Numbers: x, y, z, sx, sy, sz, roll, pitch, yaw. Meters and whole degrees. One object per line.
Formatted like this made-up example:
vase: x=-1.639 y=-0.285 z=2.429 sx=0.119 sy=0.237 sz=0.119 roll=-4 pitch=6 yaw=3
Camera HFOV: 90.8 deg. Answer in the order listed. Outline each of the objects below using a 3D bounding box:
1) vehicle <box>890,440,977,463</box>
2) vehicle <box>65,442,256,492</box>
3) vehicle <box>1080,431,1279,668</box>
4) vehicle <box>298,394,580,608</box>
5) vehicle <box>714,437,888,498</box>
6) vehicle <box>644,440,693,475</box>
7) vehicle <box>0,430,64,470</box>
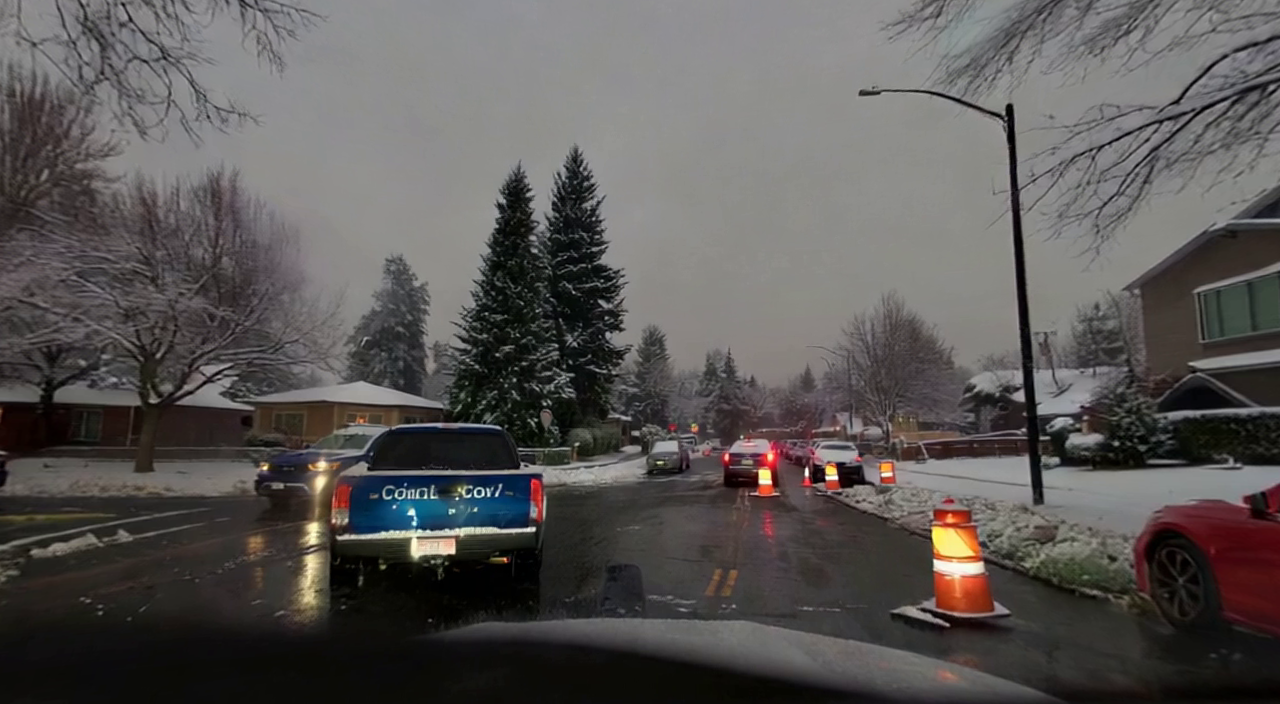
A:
vehicle: x=20.399 y=6.932 z=44.070 sx=5.066 sy=1.534 sz=1.905 roll=-1 pitch=-9 yaw=7
vehicle: x=-15.519 y=3.682 z=20.542 sx=5.022 sy=1.497 sz=1.996 roll=-2 pitch=-9 yaw=11
vehicle: x=4.946 y=1.226 z=3.796 sx=1.808 sy=1.490 sz=4.711 roll=-1 pitch=-9 yaw=9
vehicle: x=-2.399 y=1.566 z=7.579 sx=2.350 sy=1.748 sz=4.094 roll=3 pitch=-9 yaw=-20
vehicle: x=4.825 y=3.391 z=19.062 sx=4.656 sy=1.577 sz=2.099 roll=2 pitch=-8 yaw=-21
vehicle: x=1.628 y=5.659 z=34.176 sx=2.014 sy=1.742 sz=4.297 roll=-2 pitch=-9 yaw=11
vehicle: x=-31.213 y=4.783 z=30.814 sx=1.908 sy=1.898 sz=4.120 roll=-2 pitch=-9 yaw=10
